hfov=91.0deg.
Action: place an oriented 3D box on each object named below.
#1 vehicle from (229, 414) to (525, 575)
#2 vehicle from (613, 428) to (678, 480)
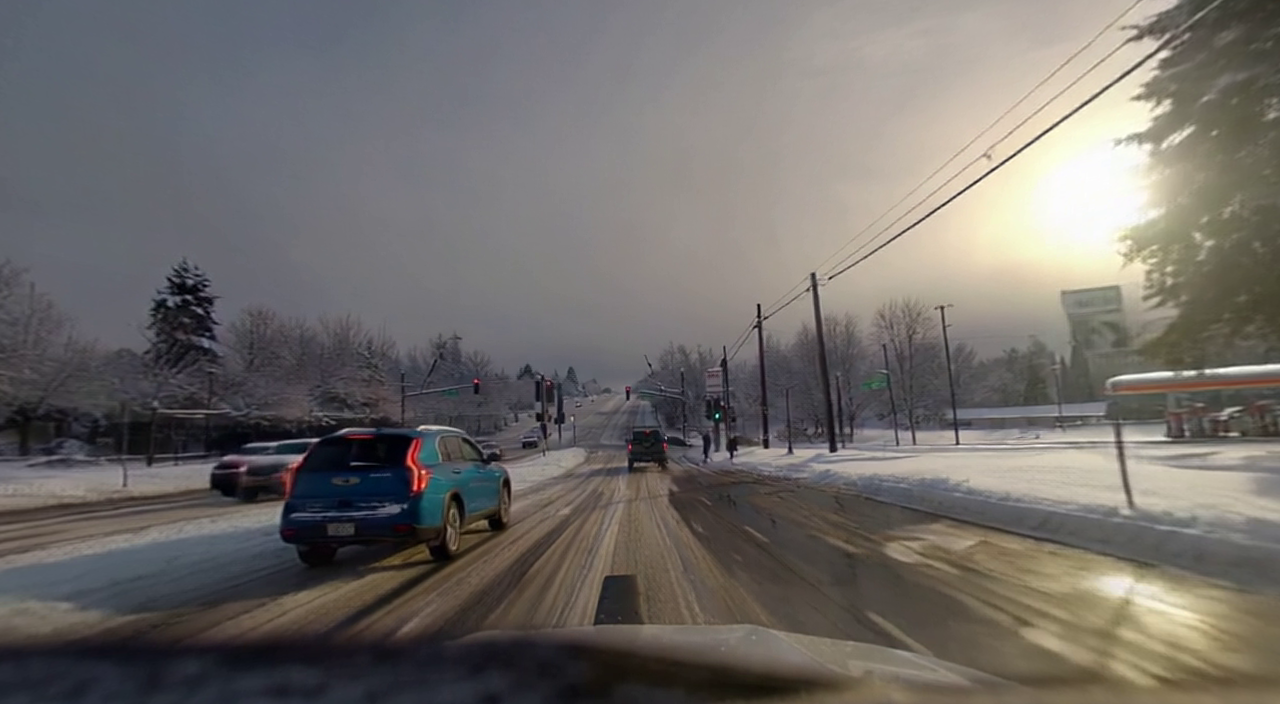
[{"bbox_3d":[-3.352,1.934,9.438,2.247,1.734,4.919,-1,-8,1],"label":"vehicle"},{"bbox_3d":[0.157,4.425,27.464,2.552,1.999,5.498,0,-8,-1],"label":"vehicle"}]
